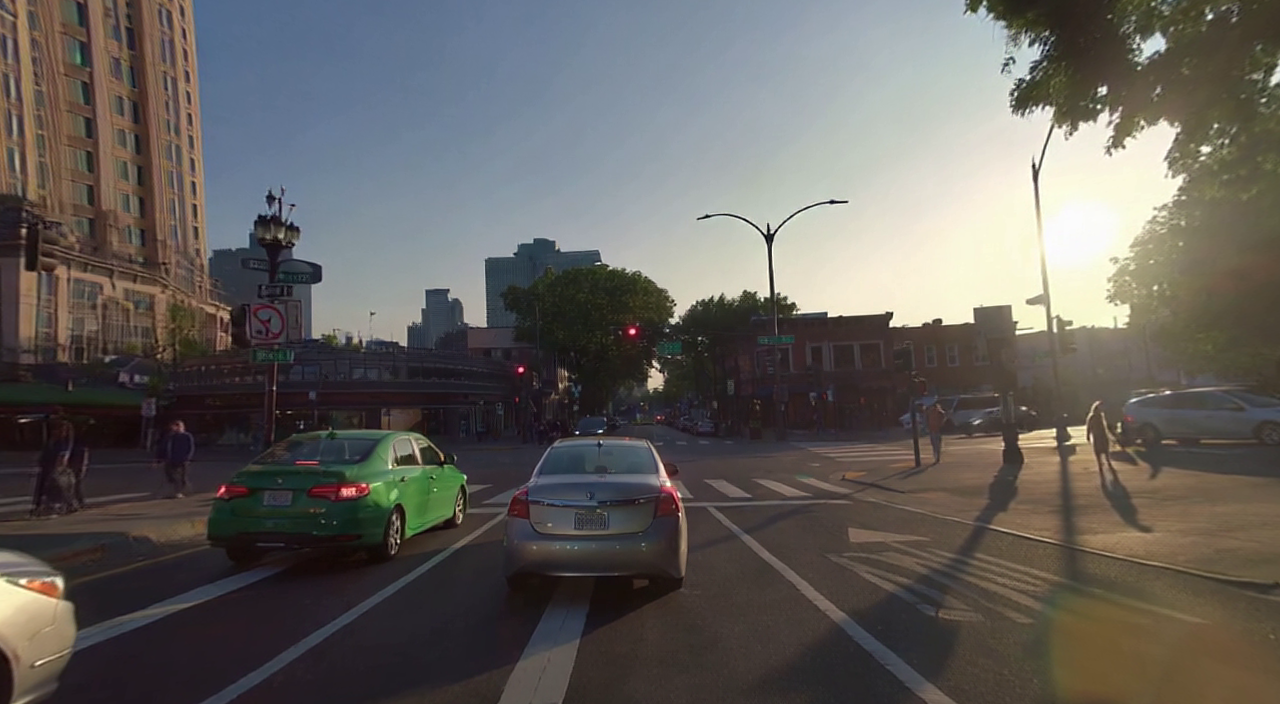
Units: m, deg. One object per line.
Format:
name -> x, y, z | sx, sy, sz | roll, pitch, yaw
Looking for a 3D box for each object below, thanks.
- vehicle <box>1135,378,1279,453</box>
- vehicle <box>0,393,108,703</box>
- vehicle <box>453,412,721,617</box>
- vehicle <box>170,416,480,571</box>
vehicle -> 21.625, 2.362, 22.882 | 5.863, 2.493, 2.354 | 2, -9, -11
vehicle -> -3.919, 0.704, 1.170 | 1.995, 1.524, 4.438 | 0, -8, 0
vehicle -> -0.412, 1.505, 6.742 | 1.999, 1.520, 3.896 | 0, -8, -1
vehicle -> -3.693, 1.733, 8.506 | 1.934, 1.522, 4.287 | 0, -8, 0
